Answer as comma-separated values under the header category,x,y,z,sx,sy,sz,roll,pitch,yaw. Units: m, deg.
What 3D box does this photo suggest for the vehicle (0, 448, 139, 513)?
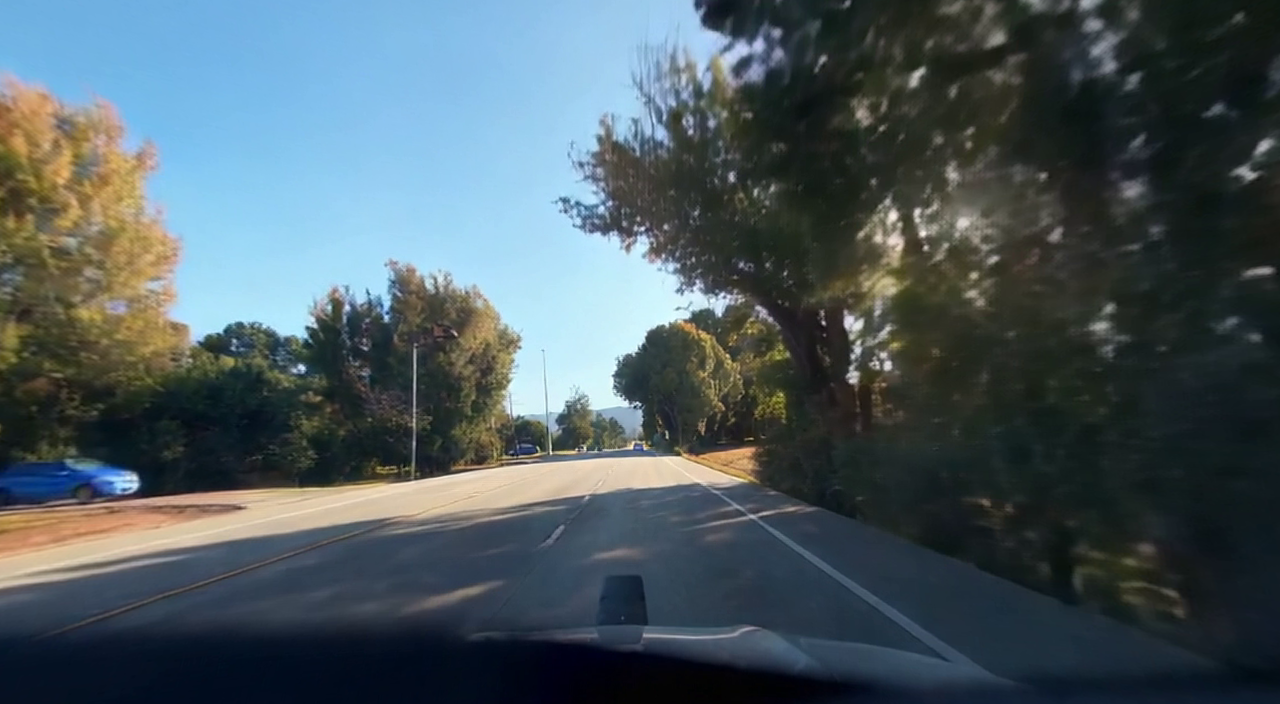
category,x,y,z,sx,sy,sz,roll,pitch,yaw
vehicle,-20.549,4.469,21.896,4.655,1.832,2.227,-5,-7,2
